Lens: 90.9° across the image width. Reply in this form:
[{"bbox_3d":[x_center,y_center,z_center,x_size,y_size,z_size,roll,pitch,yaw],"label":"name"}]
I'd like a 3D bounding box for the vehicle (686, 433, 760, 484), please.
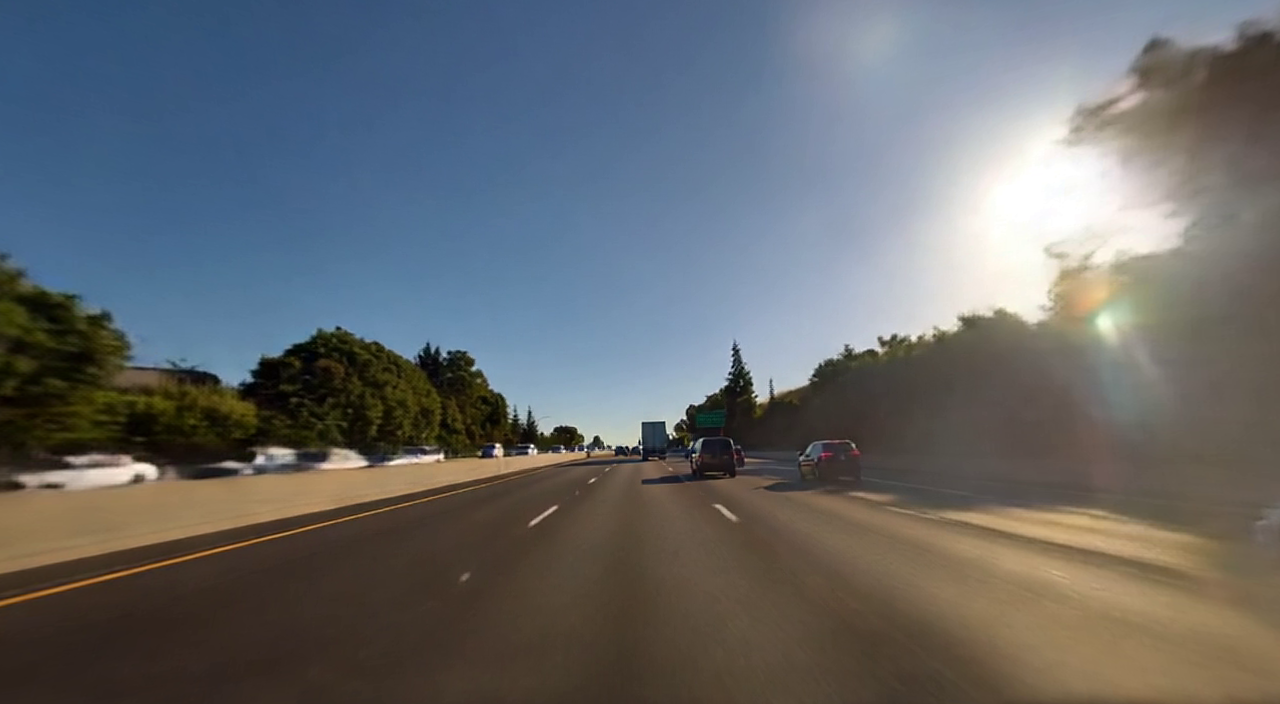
[{"bbox_3d":[3.227,4.253,25.501,2.209,1.862,4.717,0,-8,-2],"label":"vehicle"}]

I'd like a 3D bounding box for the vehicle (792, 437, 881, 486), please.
[{"bbox_3d":[7.370,4.128,24.139,1.976,1.703,4.288,0,-8,-1],"label":"vehicle"}]

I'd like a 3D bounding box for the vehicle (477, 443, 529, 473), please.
[{"bbox_3d":[-7.816,6.068,36.379,1.942,1.600,4.288,0,-8,1],"label":"vehicle"}]

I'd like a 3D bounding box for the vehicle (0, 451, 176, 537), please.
[{"bbox_3d":[-12.197,2.814,13.141,1.878,1.459,4.194,0,-9,-1],"label":"vehicle"}]

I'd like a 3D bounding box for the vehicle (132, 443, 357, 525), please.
[{"bbox_3d":[-8.422,2.802,14.104,1.958,1.503,4.671,0,-9,1],"label":"vehicle"}]
